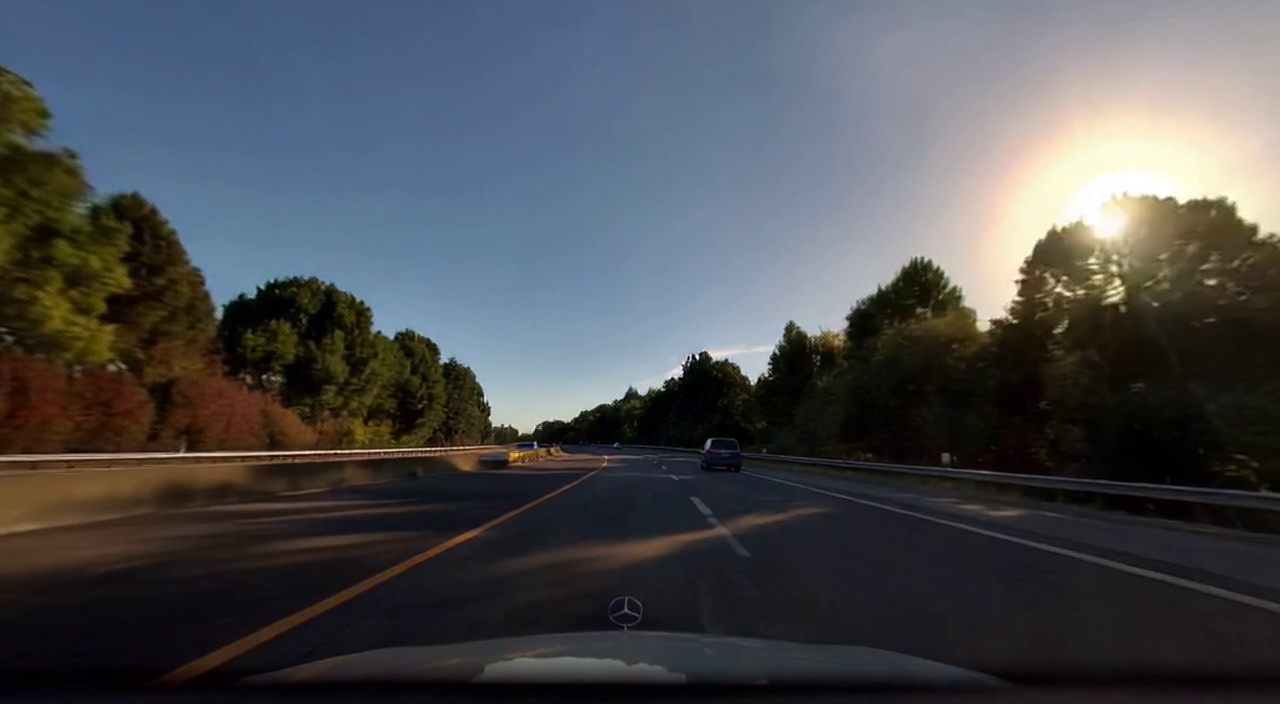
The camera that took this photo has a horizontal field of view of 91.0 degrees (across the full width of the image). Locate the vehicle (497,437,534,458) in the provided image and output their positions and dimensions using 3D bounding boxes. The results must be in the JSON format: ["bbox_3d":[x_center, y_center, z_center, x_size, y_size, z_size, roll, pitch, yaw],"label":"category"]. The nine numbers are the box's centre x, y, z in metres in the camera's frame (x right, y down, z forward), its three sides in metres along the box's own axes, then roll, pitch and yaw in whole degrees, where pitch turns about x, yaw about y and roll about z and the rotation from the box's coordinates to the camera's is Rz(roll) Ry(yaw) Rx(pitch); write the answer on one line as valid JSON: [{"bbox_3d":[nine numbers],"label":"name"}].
[{"bbox_3d":[-9.148,7.046,46.614,1.866,1.493,3.855,0,-8,1],"label":"vehicle"}]

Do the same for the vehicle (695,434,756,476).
[{"bbox_3d":[3.771,4.646,28.540,2.079,1.729,4.380,0,-8,-1],"label":"vehicle"}]
